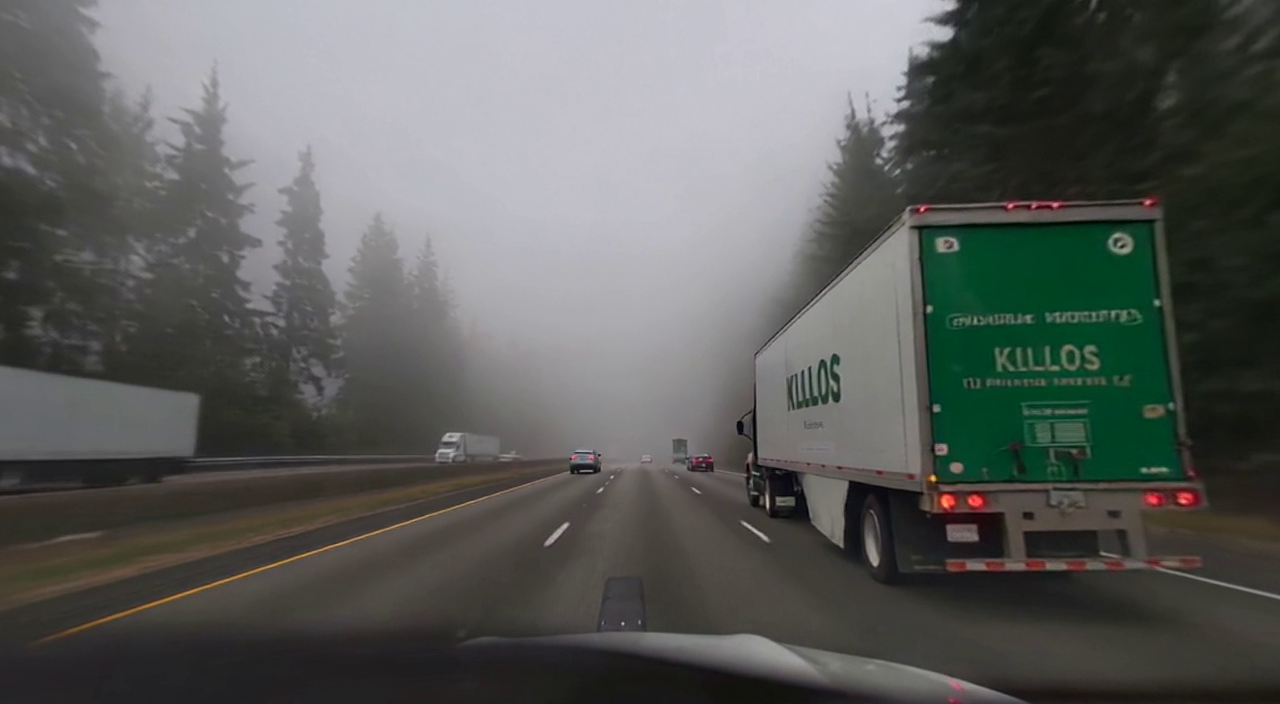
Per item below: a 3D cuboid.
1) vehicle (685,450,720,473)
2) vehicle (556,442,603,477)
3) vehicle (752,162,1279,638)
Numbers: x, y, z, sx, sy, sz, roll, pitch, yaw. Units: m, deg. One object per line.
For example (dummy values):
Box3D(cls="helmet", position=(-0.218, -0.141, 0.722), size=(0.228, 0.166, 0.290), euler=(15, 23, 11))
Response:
Box3D(cls="vehicle", position=(4.570, 8.045, 46.466), size=(2.176, 1.598, 3.878), euler=(0, -9, 0))
Box3D(cls="vehicle", position=(-3.078, 5.565, 32.786), size=(2.017, 1.683, 4.309), euler=(0, -9, 0))
Box3D(cls="vehicle", position=(4.335, 1.159, 10.787), size=(2.914, 3.998, 11.103), euler=(0, -9, 1))
